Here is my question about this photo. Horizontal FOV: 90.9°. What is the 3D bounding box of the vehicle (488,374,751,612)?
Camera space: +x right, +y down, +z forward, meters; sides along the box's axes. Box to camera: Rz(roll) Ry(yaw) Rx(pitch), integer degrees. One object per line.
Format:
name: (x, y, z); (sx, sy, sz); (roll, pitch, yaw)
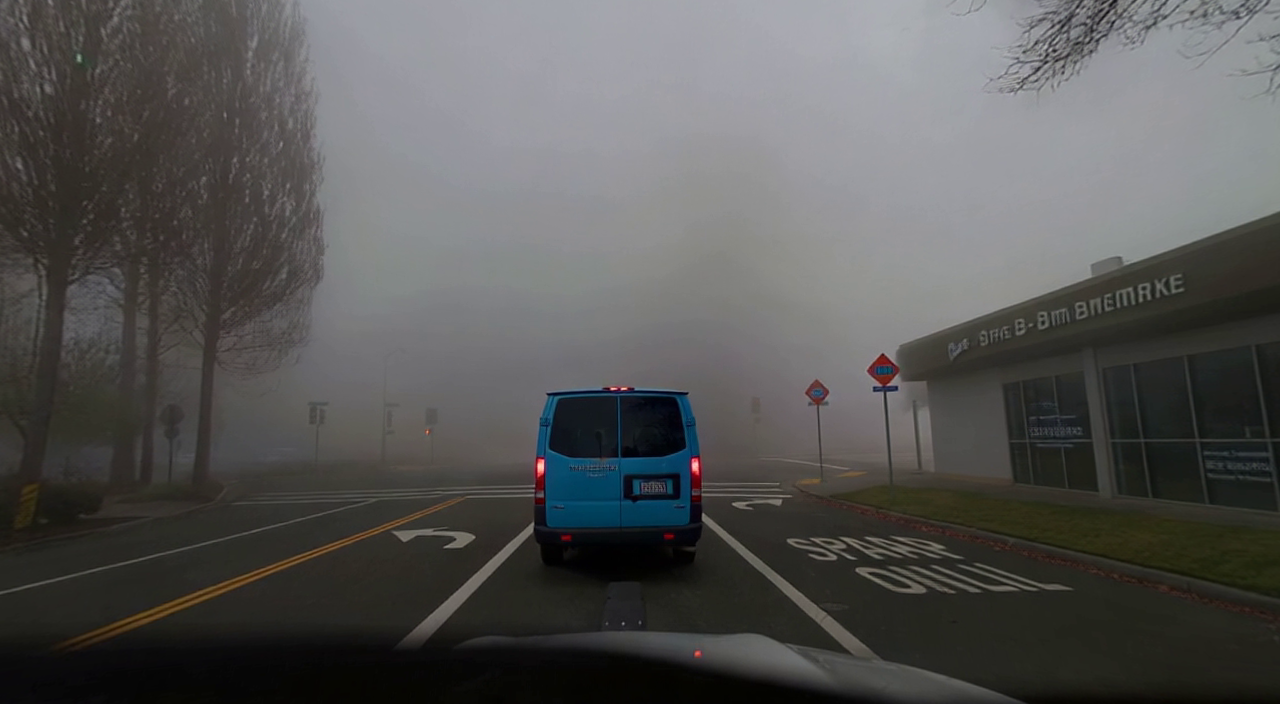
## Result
vehicle: (-0.296, 1.467, 7.294); (2.181, 1.949, 3.932); (1, -9, -4)
